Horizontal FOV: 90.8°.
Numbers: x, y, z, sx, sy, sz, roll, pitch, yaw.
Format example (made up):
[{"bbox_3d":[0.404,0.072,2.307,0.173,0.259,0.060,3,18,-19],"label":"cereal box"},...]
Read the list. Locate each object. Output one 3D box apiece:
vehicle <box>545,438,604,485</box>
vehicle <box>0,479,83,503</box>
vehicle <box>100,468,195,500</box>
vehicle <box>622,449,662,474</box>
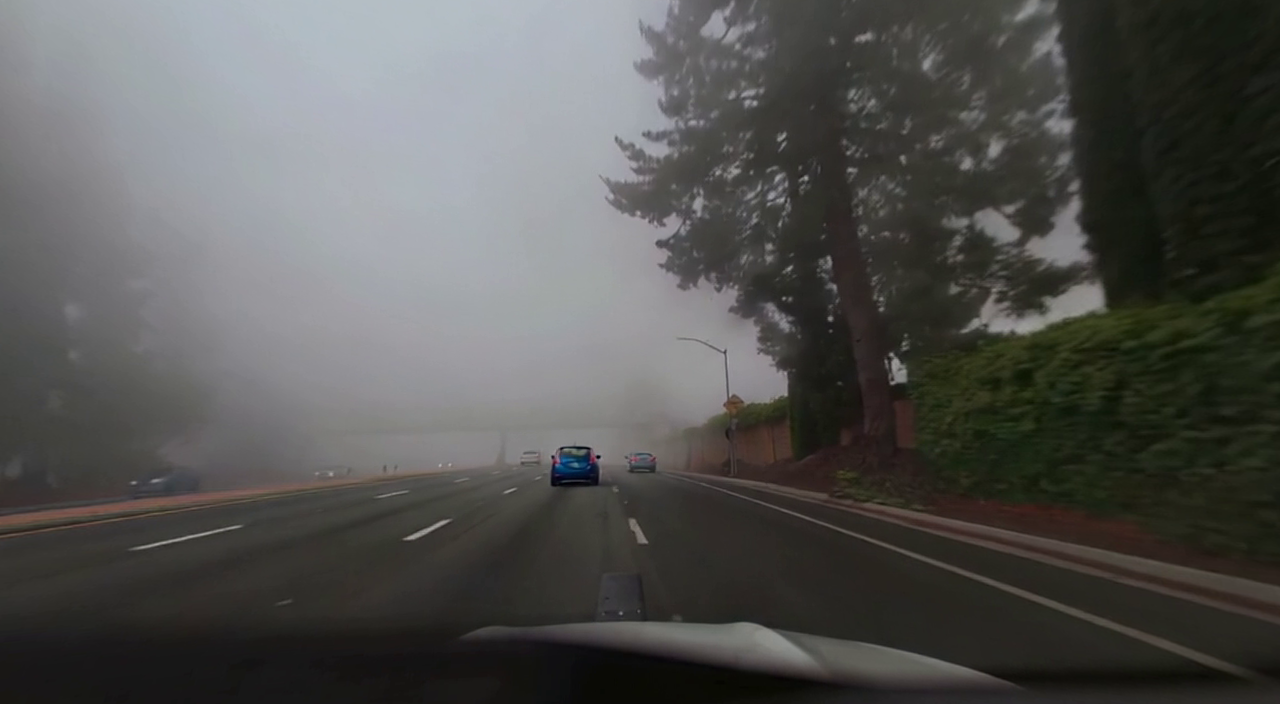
[{"bbox_3d":[-2.614,4.496,26.239,2.223,1.771,4.581,1,-9,-4],"label":"vehicle"},{"bbox_3d":[-41.751,9.640,44.028,3.993,1.486,1.714,1,-9,-7],"label":"vehicle"},{"bbox_3d":[-28.000,7.477,36.135,1.965,1.511,4.498,1,-9,-4],"label":"vehicle"},{"bbox_3d":[0.058,6.914,40.141,2.205,1.509,4.272,1,-9,-4],"label":"vehicle"}]
